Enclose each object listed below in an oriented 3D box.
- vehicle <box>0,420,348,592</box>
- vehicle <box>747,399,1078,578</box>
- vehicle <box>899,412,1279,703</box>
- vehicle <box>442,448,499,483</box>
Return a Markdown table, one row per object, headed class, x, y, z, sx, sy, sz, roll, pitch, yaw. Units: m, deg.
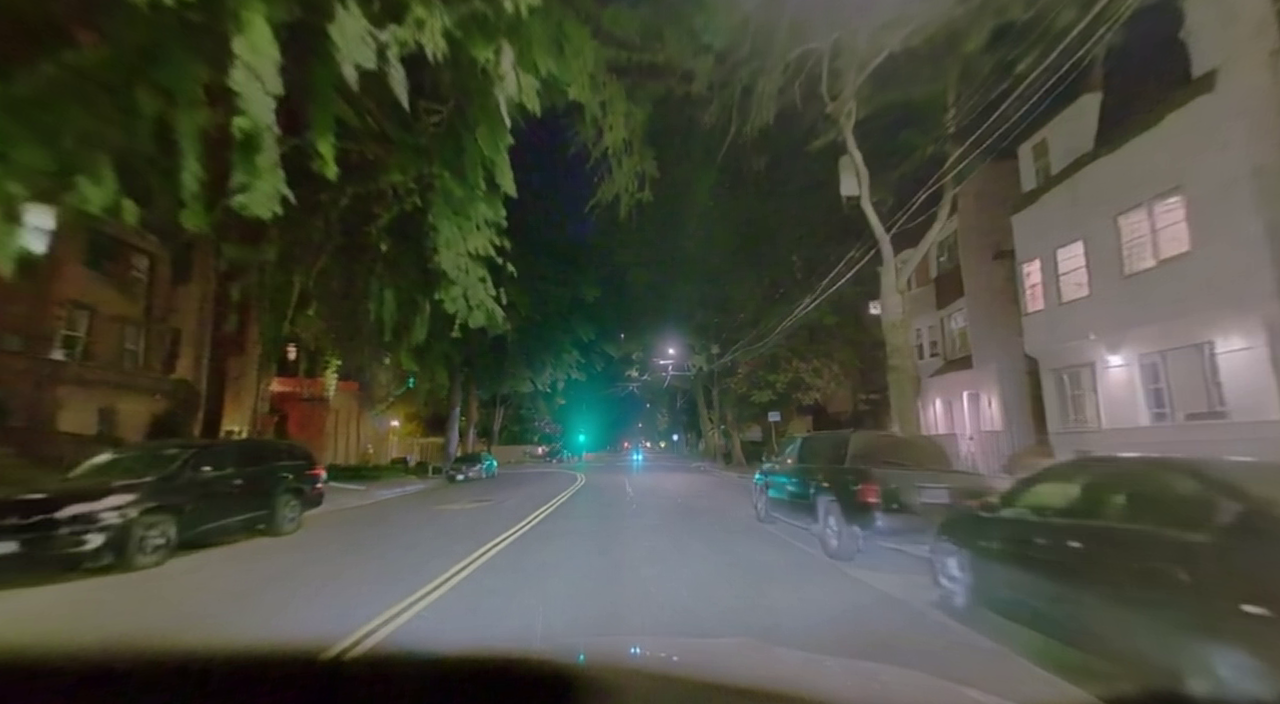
| class | x | y | z | sx | sy | sz | roll | pitch | yaw |
| --- | --- | --- | --- | --- | --- | --- | --- | --- | --- |
| vehicle | -6.784 | 2.035 | 9.471 | 2.151 | 1.789 | 5.482 | 0 | -8 | 0 |
| vehicle | 3.271 | 1.810 | 9.365 | 2.202 | 1.805 | 5.756 | 0 | -8 | -1 |
| vehicle | 3.321 | 1.120 | 3.467 | 1.869 | 1.453 | 4.237 | 0 | -8 | -2 |
| vehicle | -7.690 | 5.155 | 29.051 | 1.902 | 1.456 | 4.451 | 1 | -8 | -7 |
